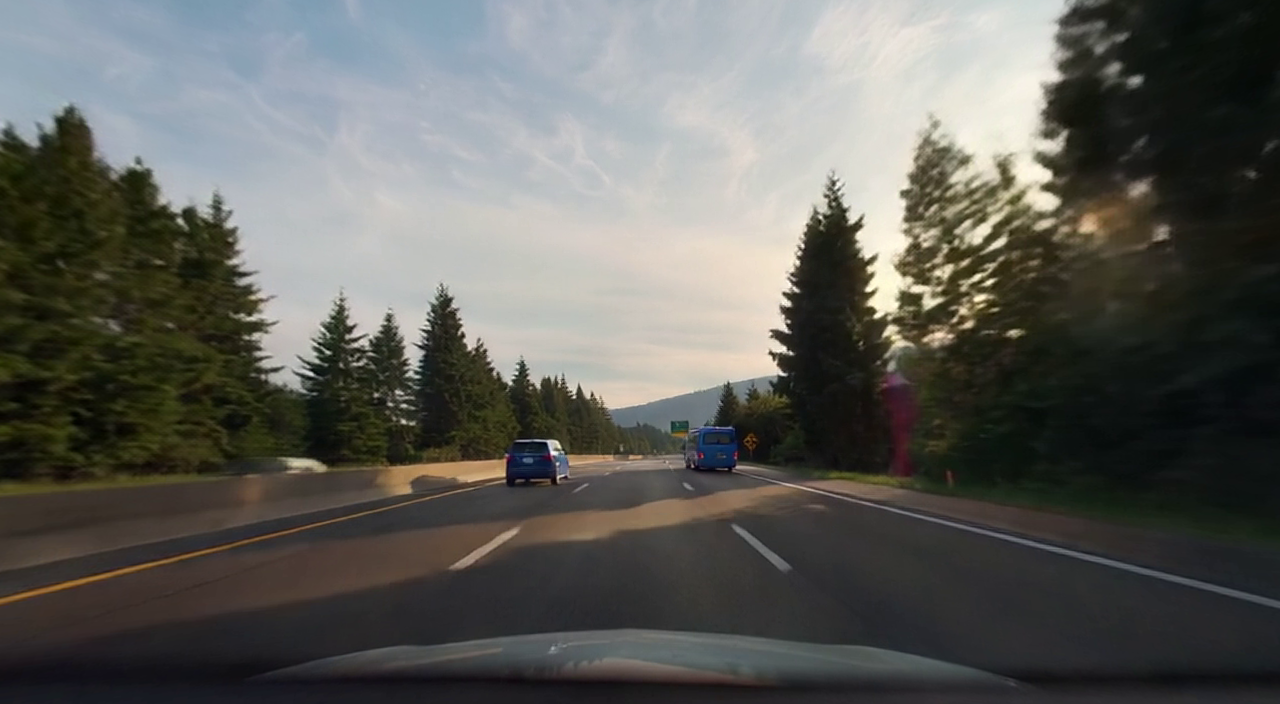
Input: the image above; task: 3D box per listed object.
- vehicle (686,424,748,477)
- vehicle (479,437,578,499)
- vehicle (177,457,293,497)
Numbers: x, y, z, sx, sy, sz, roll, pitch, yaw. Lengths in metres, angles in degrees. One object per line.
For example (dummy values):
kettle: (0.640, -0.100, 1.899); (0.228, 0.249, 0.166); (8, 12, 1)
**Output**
vehicle: (4.198, 5.573, 35.701); (2.614, 2.655, 6.429); (0, -9, 0)
vehicle: (-3.165, 3.416, 18.967); (2.020, 1.619, 4.690); (0, -9, 1)
vehicle: (-16.723, 5.140, 26.312); (1.996, 1.451, 4.298); (0, -9, -1)
